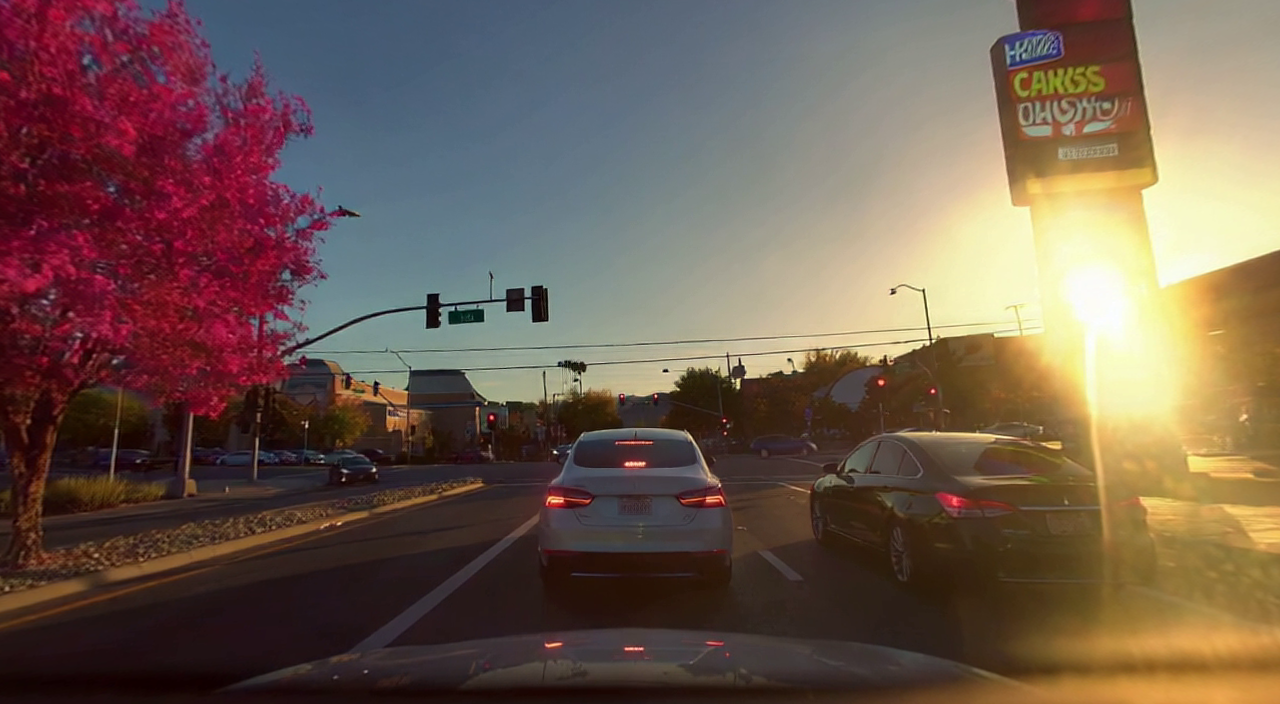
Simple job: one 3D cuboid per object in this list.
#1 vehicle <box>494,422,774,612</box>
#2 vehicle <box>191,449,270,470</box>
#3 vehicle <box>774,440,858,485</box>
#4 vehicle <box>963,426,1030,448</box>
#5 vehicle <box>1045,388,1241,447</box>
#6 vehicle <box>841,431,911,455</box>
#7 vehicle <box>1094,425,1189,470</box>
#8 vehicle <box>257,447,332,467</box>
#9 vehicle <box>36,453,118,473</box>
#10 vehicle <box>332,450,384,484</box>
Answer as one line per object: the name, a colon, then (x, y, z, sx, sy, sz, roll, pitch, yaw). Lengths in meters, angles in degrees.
vehicle: (-0.062, 1.605, 7.086, 2.213, 1.482, 4.057, 0, -8, 0)
vehicle: (-29.404, 7.746, 45.331, 4.466, 1.438, 1.837, -1, -8, 5)
vehicle: (6.551, 4.149, 24.028, 1.942, 1.511, 4.390, 0, -8, 0)
vehicle: (27.104, 6.512, 48.016, 3.968, 1.572, 1.740, 0, -9, 4)
vehicle: (34.164, 4.534, 43.093, 10.890, 3.868, 3.021, 0, -8, -3)
vehicle: (18.281, 7.048, 49.017, 4.656, 1.605, 1.942, -3, -8, 4)
vehicle: (18.590, 3.515, 23.280, 4.300, 1.495, 2.053, 8, -12, -43)
vehicle: (-26.728, 8.110, 48.816, 4.806, 1.472, 1.886, -1, -8, 5)
vehicle: (-41.443, 8.185, 46.437, 4.511, 1.407, 1.764, -1, -8, 4)
vehicle: (-13.801, 5.516, 30.693, 1.944, 1.465, 4.609, 4, -9, -27)
